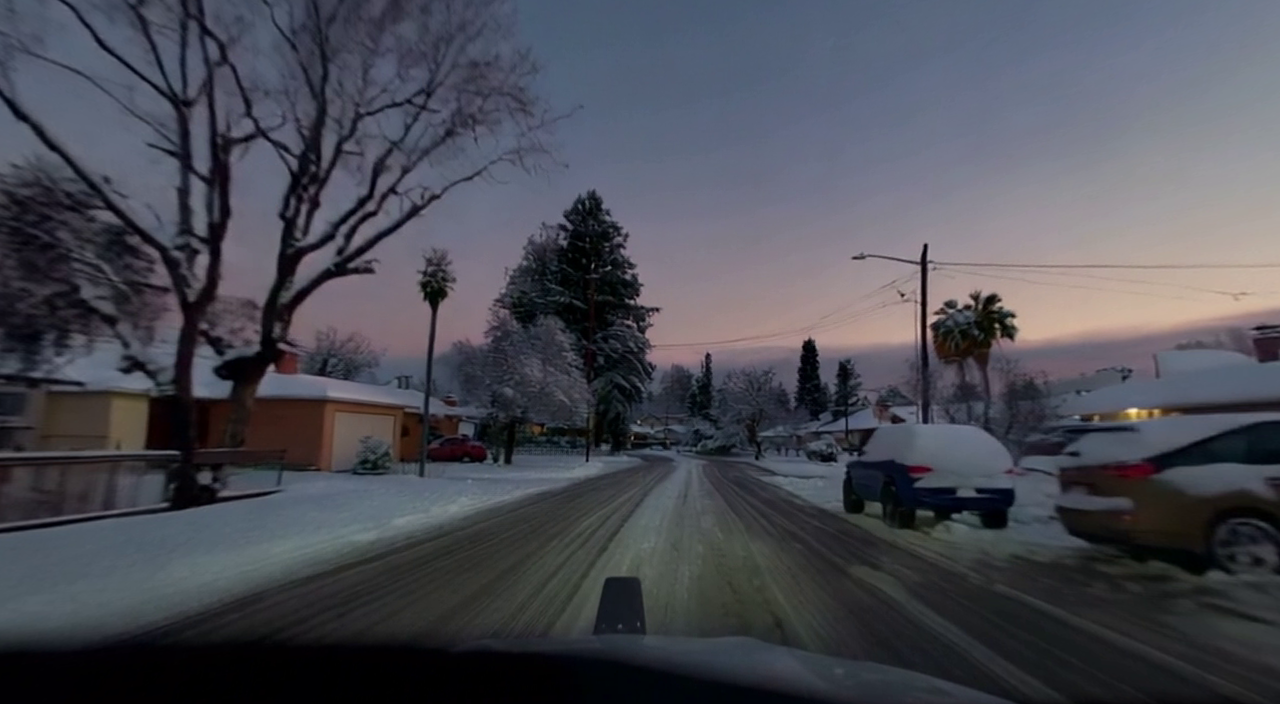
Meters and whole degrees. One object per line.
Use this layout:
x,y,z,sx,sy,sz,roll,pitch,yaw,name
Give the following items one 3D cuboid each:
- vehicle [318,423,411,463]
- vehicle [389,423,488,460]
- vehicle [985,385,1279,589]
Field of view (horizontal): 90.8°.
-13.117,4.338,30.417,1.869,1.646,4.357,3,-7,9,vehicle
-12.023,5.373,37.960,5.127,1.796,2.045,3,-7,3,vehicle
7.964,1.632,8.271,5.843,2.097,2.233,2,-8,-11,vehicle
